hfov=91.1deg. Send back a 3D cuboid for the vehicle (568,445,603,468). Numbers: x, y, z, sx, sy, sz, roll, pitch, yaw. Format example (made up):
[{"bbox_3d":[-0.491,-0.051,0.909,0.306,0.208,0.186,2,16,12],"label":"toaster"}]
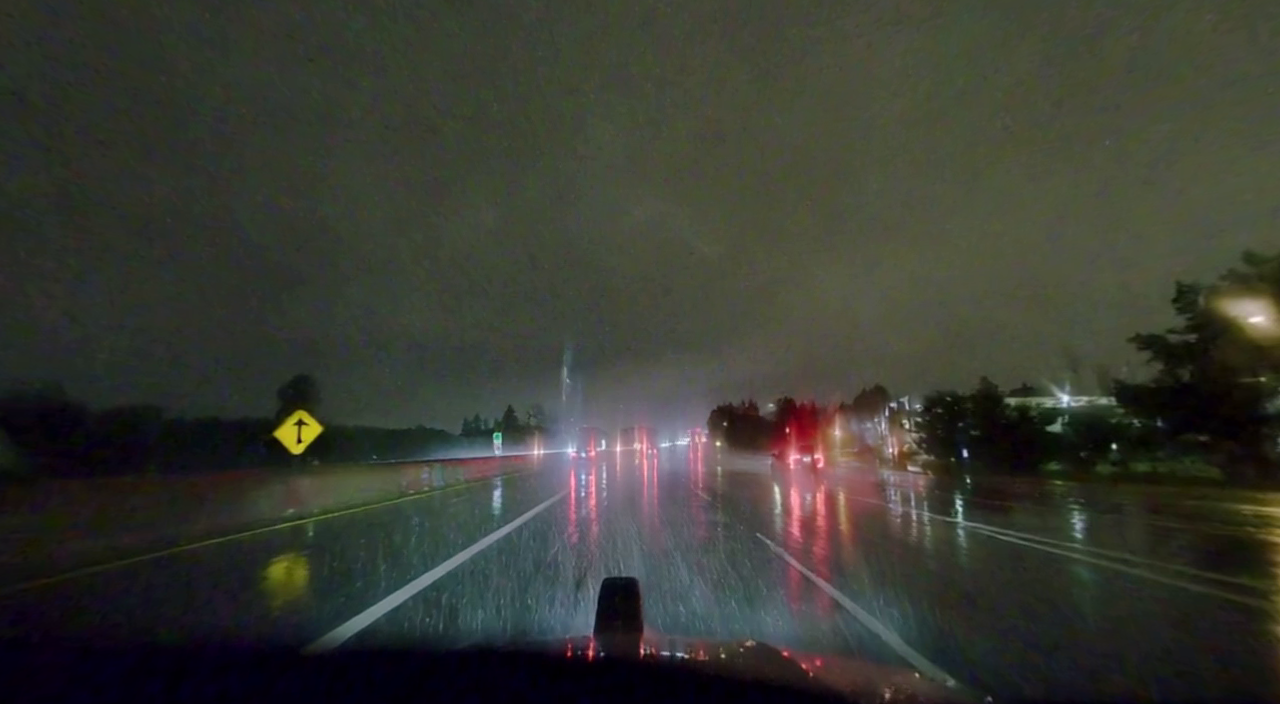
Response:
[{"bbox_3d":[-3.770,7.308,44.224,2.001,1.521,3.900,0,-9,1],"label":"vehicle"}]
